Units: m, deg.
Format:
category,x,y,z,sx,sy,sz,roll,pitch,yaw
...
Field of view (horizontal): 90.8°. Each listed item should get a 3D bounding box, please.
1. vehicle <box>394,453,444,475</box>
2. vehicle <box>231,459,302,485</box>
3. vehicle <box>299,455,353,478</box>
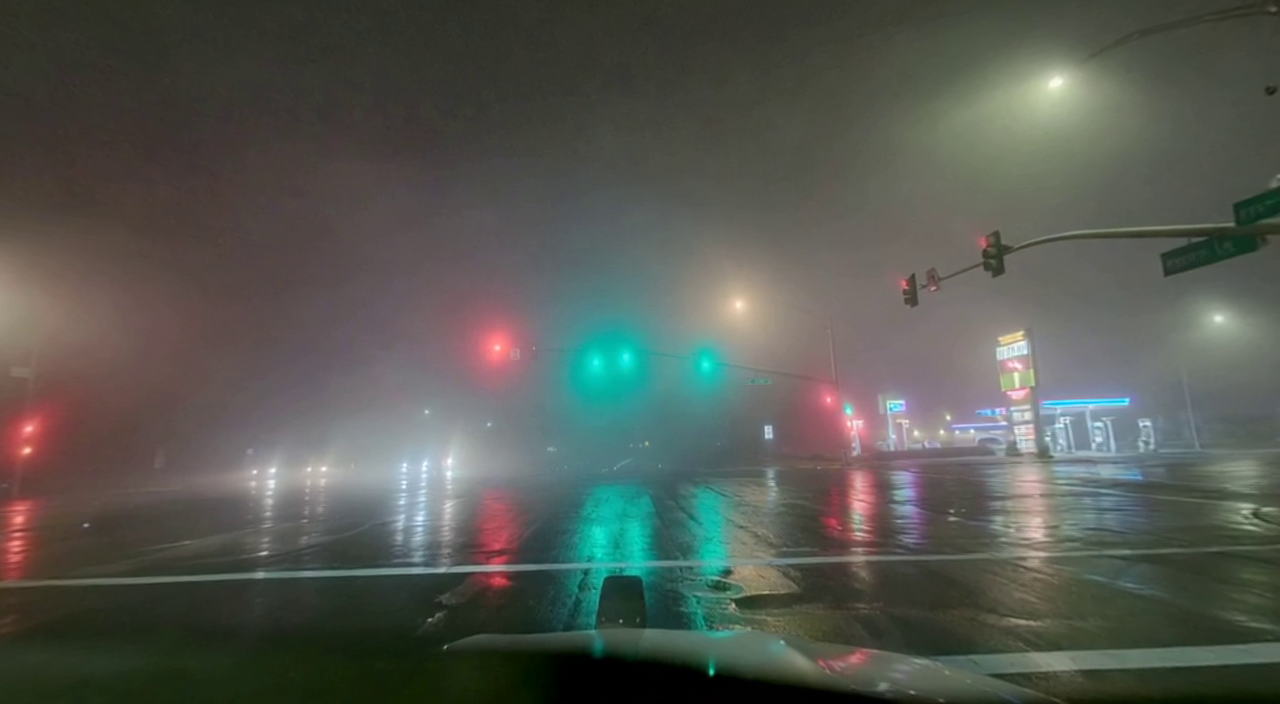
category,x,y,z,sx,sy,sz,roll,pitch,yaw
vehicle,-15.323,7.752,43.999,1.920,1.434,4.328,0,-9,0
vehicle,-24.704,7.908,41.962,1.895,1.483,4.790,0,-9,-2
vehicle,-24.759,9.032,49.954,2.098,1.684,4.388,0,-9,-1
